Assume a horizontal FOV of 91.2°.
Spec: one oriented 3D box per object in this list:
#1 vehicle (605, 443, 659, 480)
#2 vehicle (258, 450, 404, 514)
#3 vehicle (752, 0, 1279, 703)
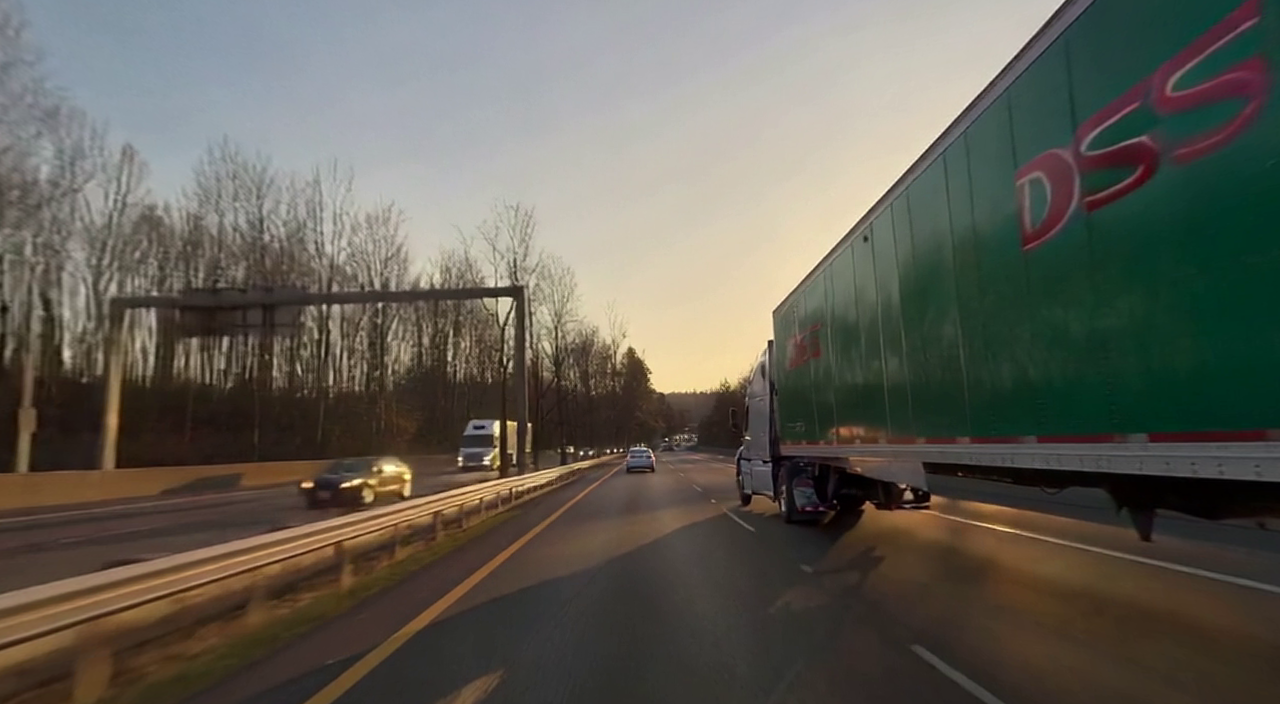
[{"bbox_3d":[-0.333,4.864,28.010,2.244,1.506,4.097,-1,-9,0],"label":"vehicle"},{"bbox_3d":[-8.409,3.541,17.575,1.921,1.519,4.291,-1,-9,0],"label":"vehicle"},{"bbox_3d":[4.502,0.435,8.334,3.317,4.020,14.141,0,-9,0],"label":"vehicle"}]
